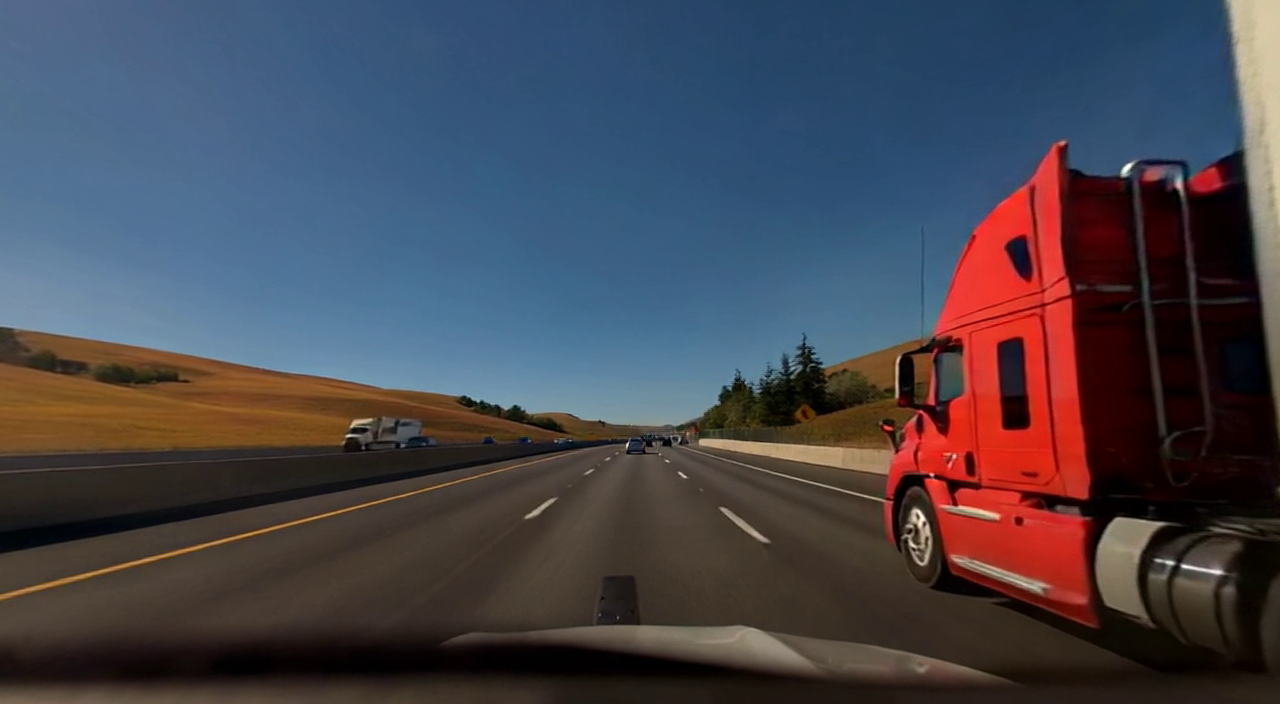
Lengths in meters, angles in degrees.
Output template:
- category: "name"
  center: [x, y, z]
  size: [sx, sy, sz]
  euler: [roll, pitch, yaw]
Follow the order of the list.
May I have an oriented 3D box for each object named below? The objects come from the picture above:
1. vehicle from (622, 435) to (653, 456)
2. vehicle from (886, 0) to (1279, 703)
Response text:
- category: "vehicle"
  center: [-0.178, 6.964, 46.867]
  size: [2.140, 1.475, 3.969]
  euler: [0, -8, 0]
- category: "vehicle"
  center: [3.698, -0.181, 2.003]
  size: [3.222, 3.915, 6.030]
  euler: [0, -8, -1]
